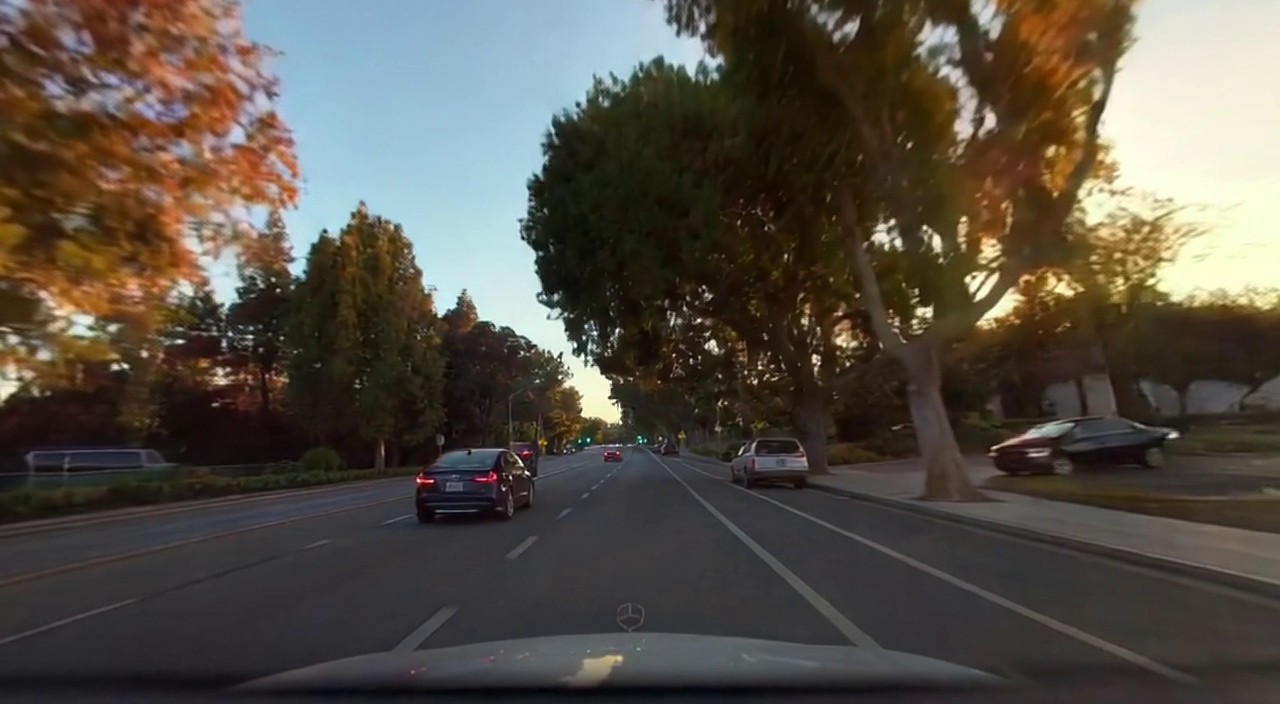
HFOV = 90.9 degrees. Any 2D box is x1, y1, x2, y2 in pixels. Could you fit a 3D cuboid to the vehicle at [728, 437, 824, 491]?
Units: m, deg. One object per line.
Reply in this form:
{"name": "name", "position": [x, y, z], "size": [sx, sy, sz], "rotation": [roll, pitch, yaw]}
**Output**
{"name": "vehicle", "position": [4.435, 3.738, 21.454], "size": [2.107, 1.620, 4.793], "rotation": [0, -8, -1]}

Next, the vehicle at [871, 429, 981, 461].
{"name": "vehicle", "position": [14.670, 4.802, 32.510], "size": [4.696, 1.511, 2.004], "rotation": [-1, -8, 1]}

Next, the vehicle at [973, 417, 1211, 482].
{"name": "vehicle", "position": [11.778, 2.561, 16.675], "size": [4.766, 1.585, 2.020], "rotation": [0, -8, -2]}

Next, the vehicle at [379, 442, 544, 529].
{"name": "vehicle", "position": [-3.433, 2.641, 13.131], "size": [2.099, 1.470, 4.302], "rotation": [-1, -8, 1]}
